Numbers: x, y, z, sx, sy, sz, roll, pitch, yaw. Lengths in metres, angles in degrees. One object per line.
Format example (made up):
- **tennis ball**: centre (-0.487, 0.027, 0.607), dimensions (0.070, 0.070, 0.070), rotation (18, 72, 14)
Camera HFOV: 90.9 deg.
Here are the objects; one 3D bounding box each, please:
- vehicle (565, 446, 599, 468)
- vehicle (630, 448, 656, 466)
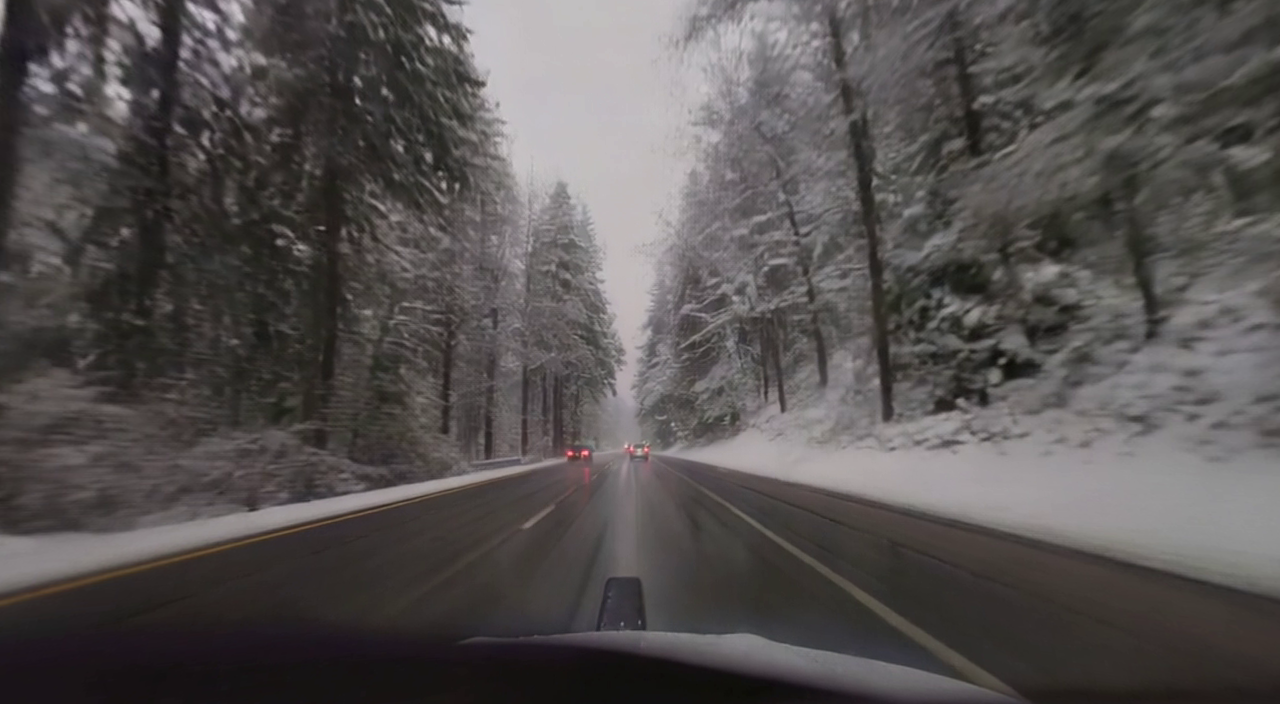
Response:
- **vehicle**: centre (-4.248, 7.764, 46.708), dimensions (2.112, 1.498, 4.117), rotation (0, -9, 0)
- **vehicle**: centre (0.206, 8.265, 49.684), dimensions (1.989, 1.402, 3.831), rotation (0, -9, 0)
